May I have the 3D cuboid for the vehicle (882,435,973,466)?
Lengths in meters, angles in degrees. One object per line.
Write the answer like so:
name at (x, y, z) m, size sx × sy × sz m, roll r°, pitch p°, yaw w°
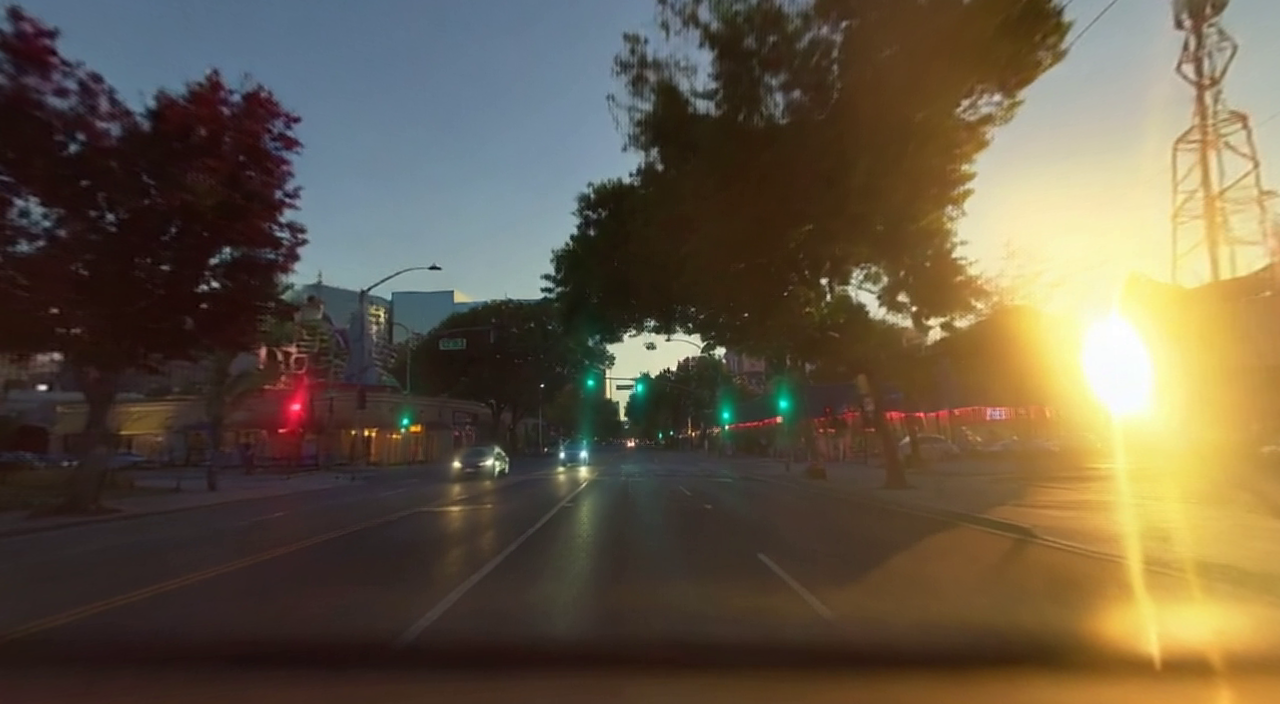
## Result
vehicle at (16.662, 5.729, 36.719) m, size 4.299 × 1.679 × 2.011 m, roll 0°, pitch -8°, yaw 0°

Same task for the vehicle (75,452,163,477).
vehicle at (-32.452, 6.978, 39.313) m, size 3.760 × 1.480 × 1.795 m, roll 0°, pitch -8°, yaw -3°

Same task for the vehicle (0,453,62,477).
vehicle at (-42.519, 7.714, 43.147) m, size 4.036 × 1.545 × 1.753 m, roll 0°, pitch -8°, yaw 0°

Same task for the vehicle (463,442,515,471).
vehicle at (-8.613, 5.992, 36.268) m, size 1.978 × 1.561 × 3.907 m, roll 0°, pitch -8°, yaw 1°
